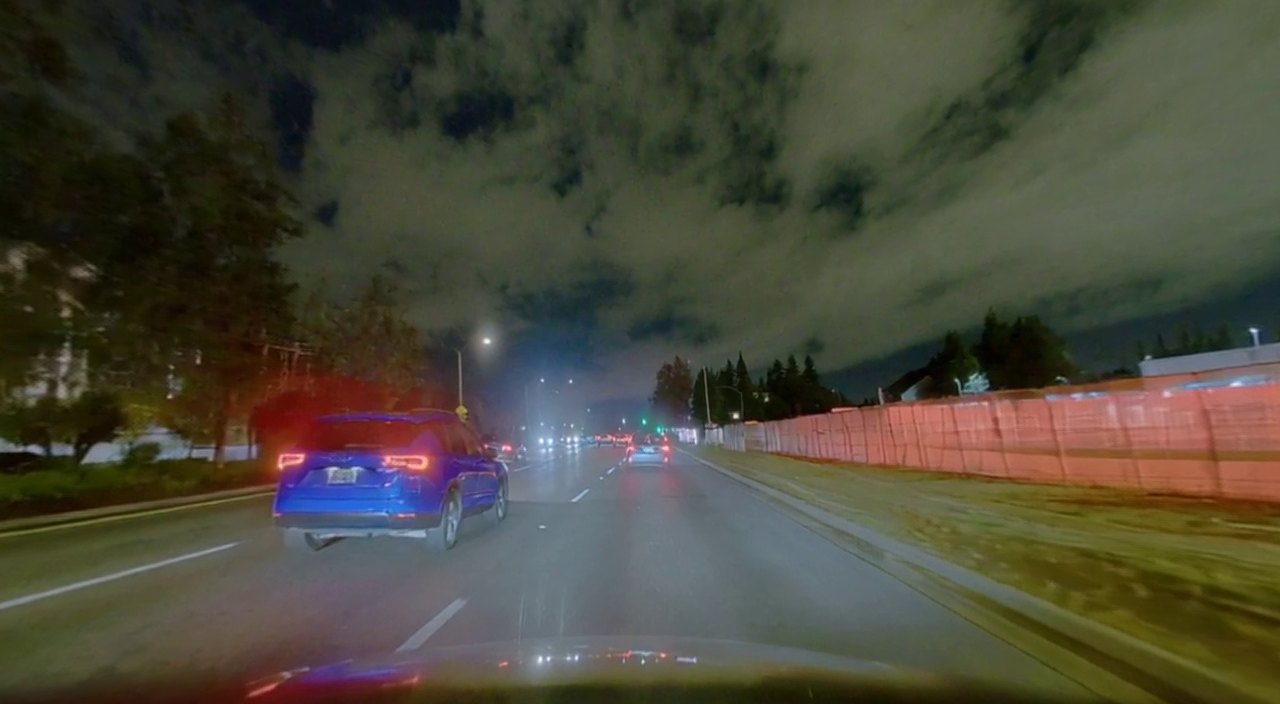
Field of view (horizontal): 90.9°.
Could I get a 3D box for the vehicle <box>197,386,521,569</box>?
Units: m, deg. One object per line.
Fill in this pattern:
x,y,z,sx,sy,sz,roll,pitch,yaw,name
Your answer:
-3.319,1.616,8.913,2.157,1.824,4.986,0,-8,2,vehicle

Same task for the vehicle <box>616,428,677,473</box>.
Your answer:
0.227,3.901,25.199,2.227,1.654,4.091,0,-8,-1,vehicle
